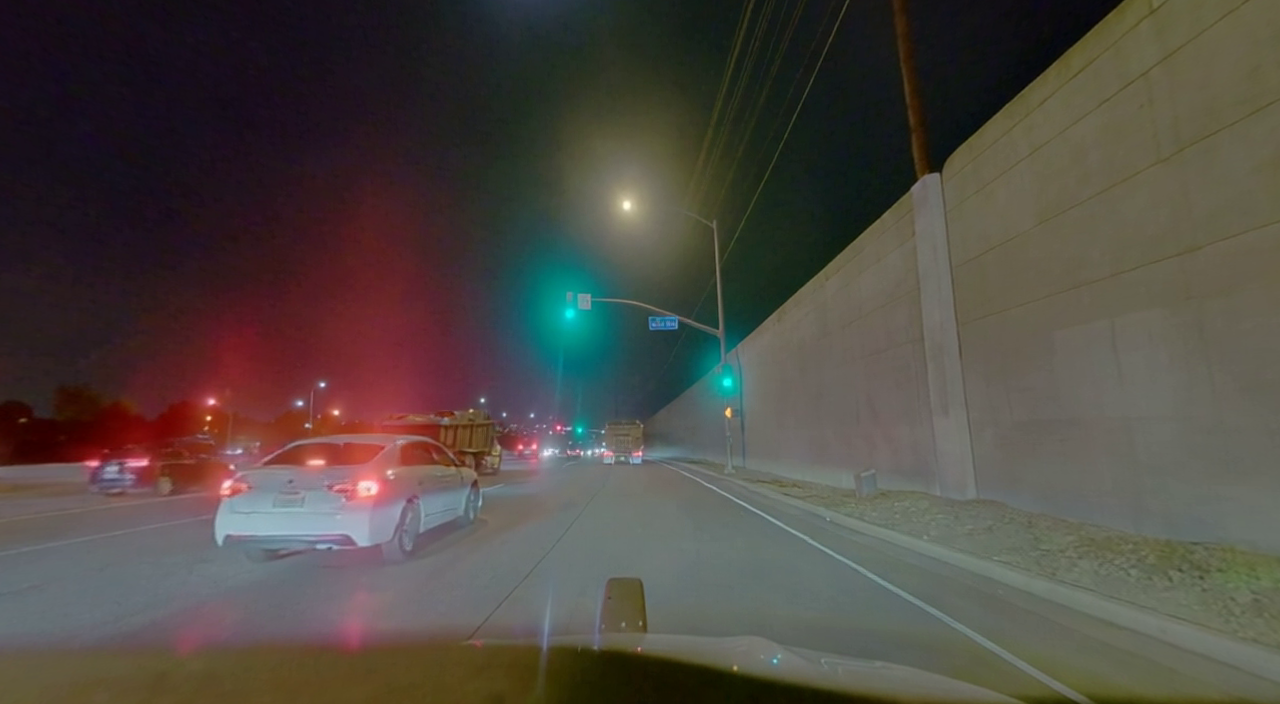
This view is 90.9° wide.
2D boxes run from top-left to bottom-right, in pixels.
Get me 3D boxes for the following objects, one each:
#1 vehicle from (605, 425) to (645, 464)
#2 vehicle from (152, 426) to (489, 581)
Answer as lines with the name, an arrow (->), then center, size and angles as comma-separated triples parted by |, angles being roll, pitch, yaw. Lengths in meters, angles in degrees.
vehicle -> -0.963, 5.832, 39.813 | 2.355, 2.305, 5.336 | 0, -8, -1
vehicle -> -3.705, 1.839, 8.656 | 2.019, 1.480, 4.966 | 0, -8, 0
